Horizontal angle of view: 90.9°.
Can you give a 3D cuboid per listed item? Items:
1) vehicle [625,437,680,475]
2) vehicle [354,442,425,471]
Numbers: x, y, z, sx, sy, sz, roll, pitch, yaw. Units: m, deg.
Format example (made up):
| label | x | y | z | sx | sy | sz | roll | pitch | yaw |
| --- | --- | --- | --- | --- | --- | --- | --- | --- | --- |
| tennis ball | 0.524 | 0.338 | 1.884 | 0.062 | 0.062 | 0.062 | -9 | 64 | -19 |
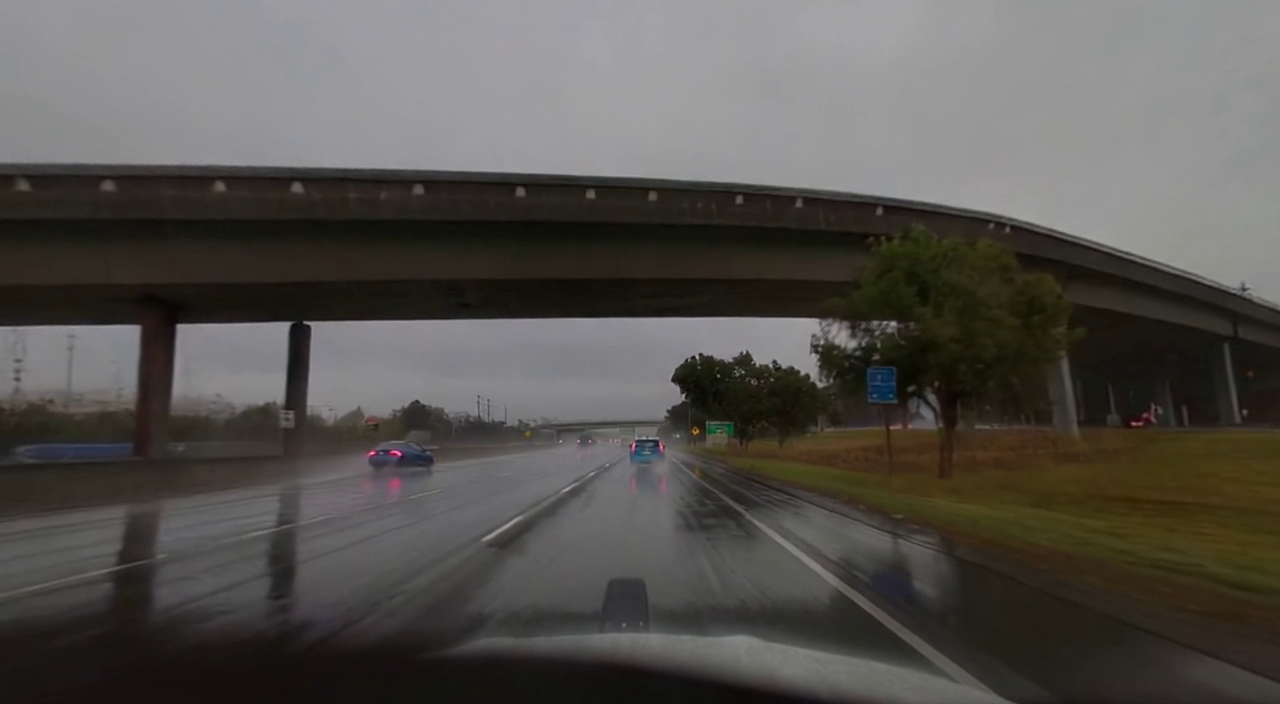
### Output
| label | x | y | z | sx | sy | sz | roll | pitch | yaw |
| --- | --- | --- | --- | --- | --- | --- | --- | --- | --- |
| vehicle | 0.488 | 4.366 | 26.685 | 2.145 | 1.493 | 4.146 | 0 | -8 | 0 |
| vehicle | -14.053 | 5.883 | 35.752 | 1.960 | 1.505 | 4.854 | 0 | -8 | 1 |
